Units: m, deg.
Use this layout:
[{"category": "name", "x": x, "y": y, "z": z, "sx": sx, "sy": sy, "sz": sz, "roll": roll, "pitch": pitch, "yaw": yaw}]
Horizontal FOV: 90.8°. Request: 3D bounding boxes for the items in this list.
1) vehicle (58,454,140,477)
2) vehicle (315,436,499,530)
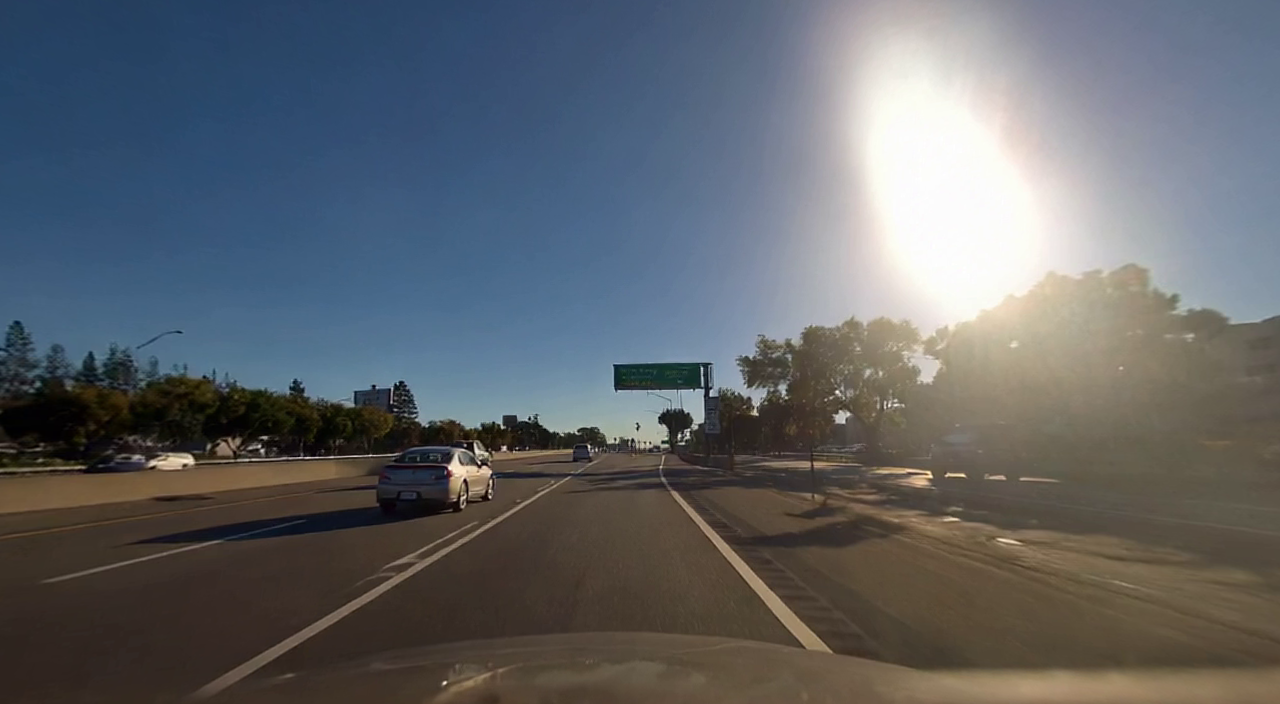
[{"category": "vehicle", "x": -37.889, "y": 7.952, "z": 44.429, "sx": 1.855, "sy": 1.463, "sz": 4.602, "roll": 0, "pitch": -9, "yaw": -3}, {"category": "vehicle", "x": -4.248, "y": 2.447, "z": 12.499, "sx": 1.940, "sy": 1.479, "sz": 4.777, "roll": 0, "pitch": -9, "yaw": -2}]
